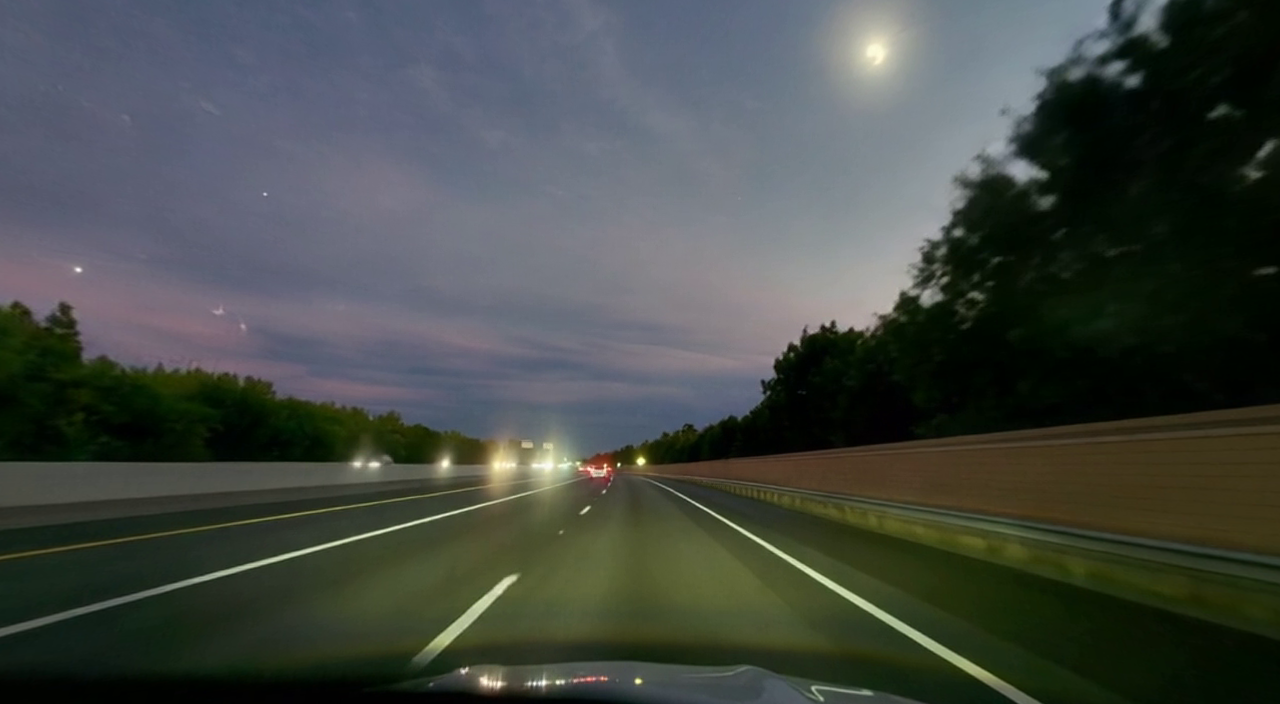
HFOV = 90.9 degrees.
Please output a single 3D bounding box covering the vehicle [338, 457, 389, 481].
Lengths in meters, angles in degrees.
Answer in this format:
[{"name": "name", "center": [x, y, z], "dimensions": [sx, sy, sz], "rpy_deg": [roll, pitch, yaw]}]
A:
[{"name": "vehicle", "center": [-17.396, 7.386, 39.793], "dimensions": [1.653, 1.448, 3.549], "rpy_deg": [1, -10, -1]}]
